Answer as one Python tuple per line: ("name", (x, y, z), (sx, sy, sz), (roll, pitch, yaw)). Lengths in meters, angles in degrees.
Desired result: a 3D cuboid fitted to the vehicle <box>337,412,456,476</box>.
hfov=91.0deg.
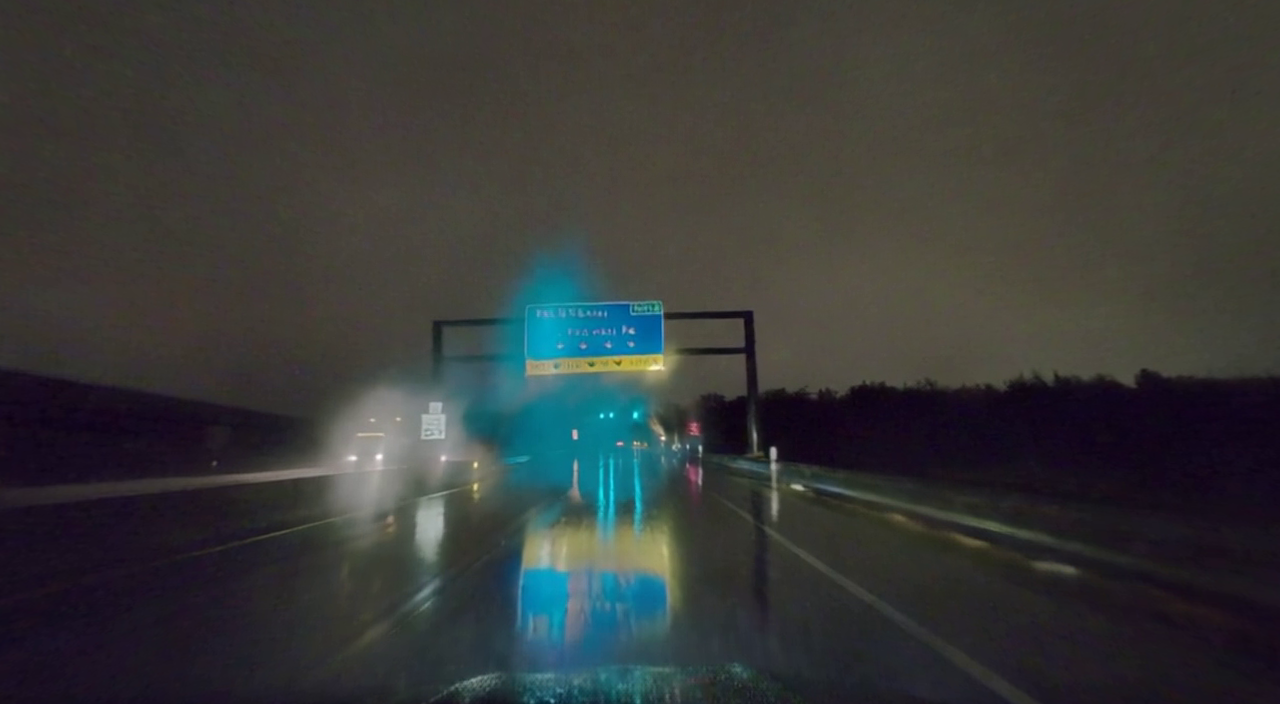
("vehicle", (-17.319, 6.751, 46.452), (3.238, 3.929, 13.277), (-1, -8, 1))
